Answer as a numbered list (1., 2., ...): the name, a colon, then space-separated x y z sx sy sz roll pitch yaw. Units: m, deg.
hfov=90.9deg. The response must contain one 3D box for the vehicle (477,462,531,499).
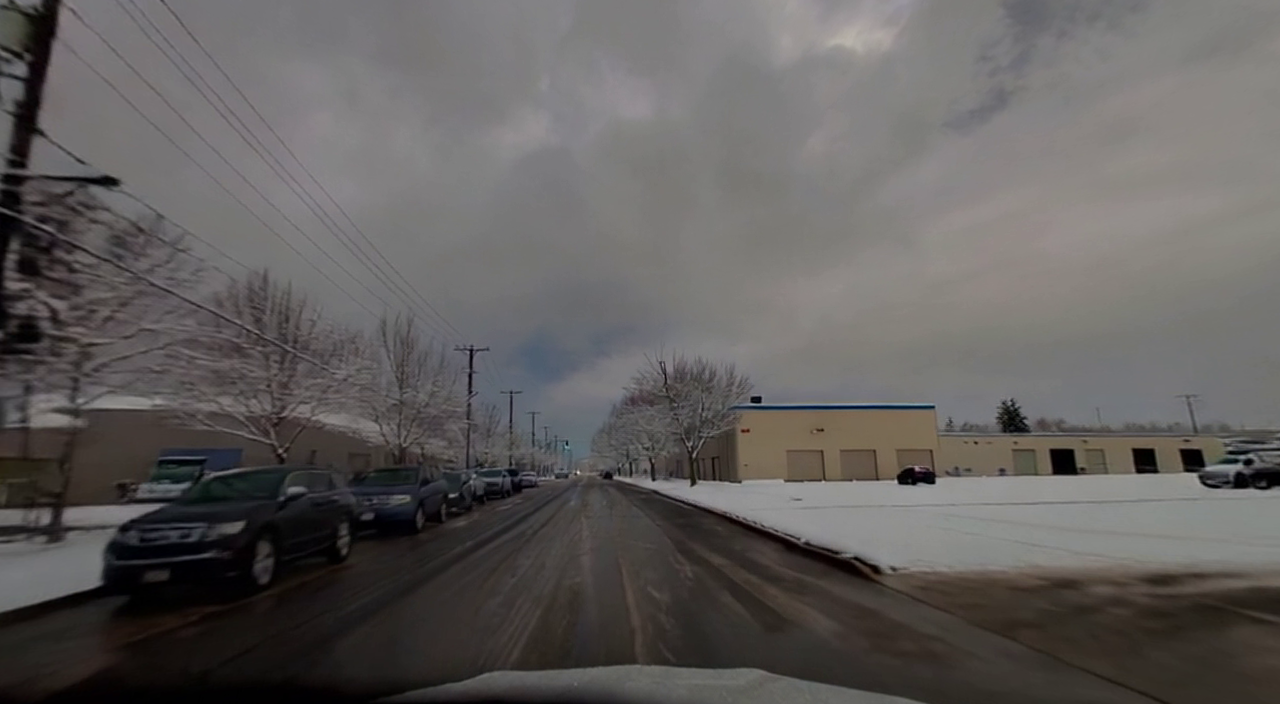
1. vehicle: -6.503 6.225 30.601 1.882 1.606 4.191 1 -11 -3

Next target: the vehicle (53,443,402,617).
1. vehicle: -4.883 2.101 8.433 1.886 1.640 4.311 3 -9 -3
